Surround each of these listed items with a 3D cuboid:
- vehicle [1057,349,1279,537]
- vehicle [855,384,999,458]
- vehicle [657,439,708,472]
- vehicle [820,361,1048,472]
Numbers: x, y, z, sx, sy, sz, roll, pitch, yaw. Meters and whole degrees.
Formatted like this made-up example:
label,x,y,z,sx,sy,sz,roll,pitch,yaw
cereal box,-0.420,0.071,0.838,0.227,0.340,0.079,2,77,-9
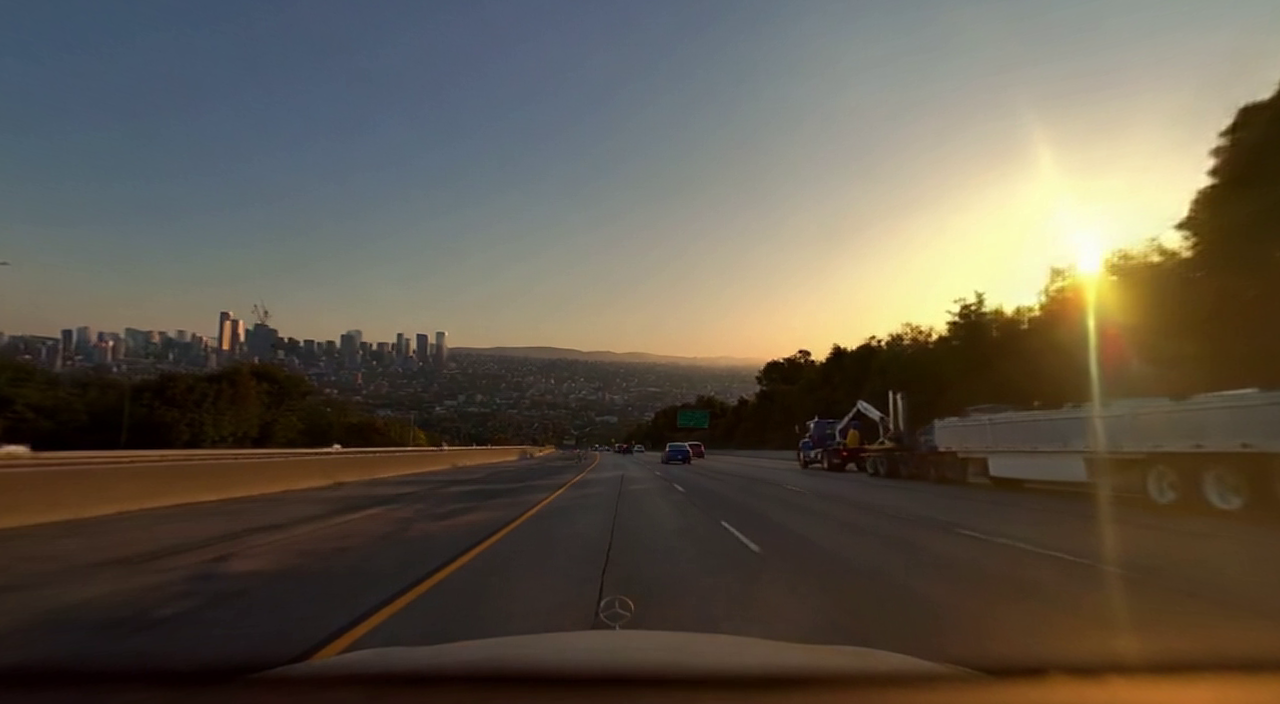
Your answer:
label,x,y,z,sx,sy,sz,roll,pitch,yaw
vehicle,10.592,1.473,10.217,2.873,2.663,6.922,0,-8,0
vehicle,13.558,3.473,30.637,3.476,3.195,6.407,1,-8,-5
vehicle,2.298,5.753,35.427,2.305,1.729,4.526,0,-8,-3
vehicle,13.652,3.614,32.181,3.968,4.321,14.566,1,-8,-3
